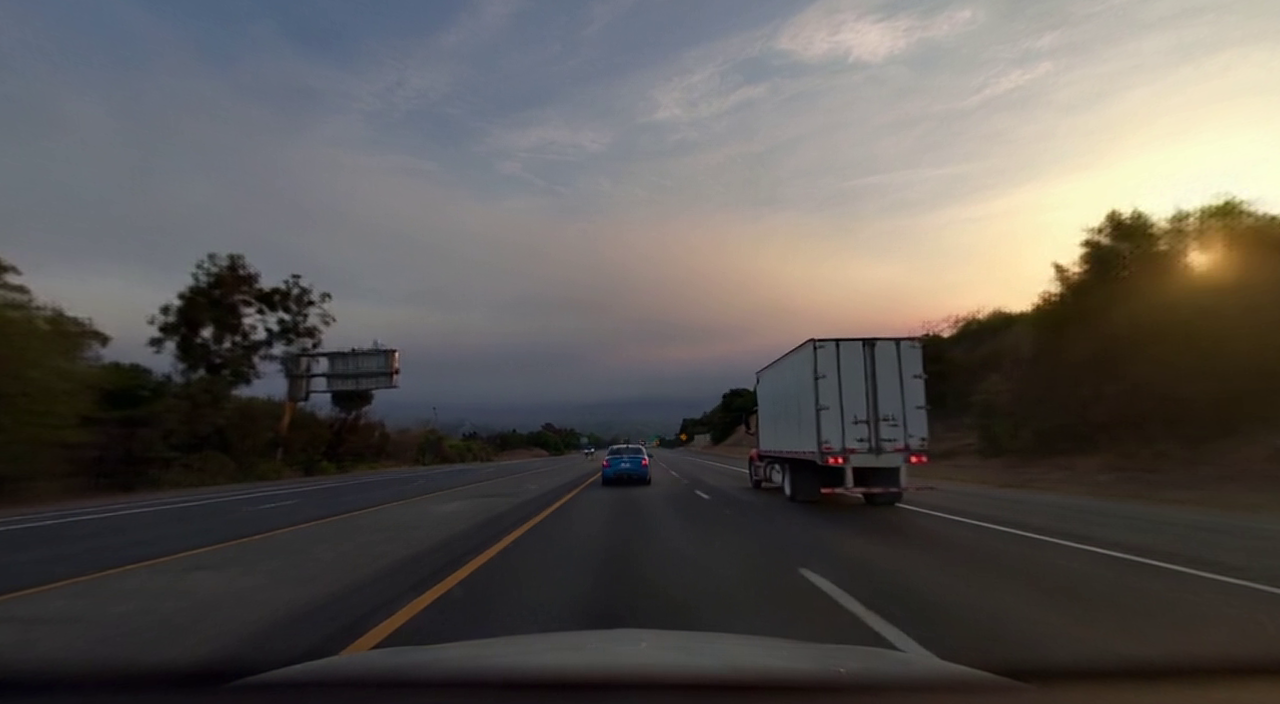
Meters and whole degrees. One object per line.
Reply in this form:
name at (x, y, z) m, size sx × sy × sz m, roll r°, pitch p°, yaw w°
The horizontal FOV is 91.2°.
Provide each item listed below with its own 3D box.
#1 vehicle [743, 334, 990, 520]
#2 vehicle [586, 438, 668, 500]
vehicle at (4.508, 1.816, 14.498) m, size 2.791 × 3.201 × 7.145 m, roll 0°, pitch -9°, yaw -1°
vehicle at (-0.343, 3.220, 17.585) m, size 2.066 × 1.490 × 3.759 m, roll -1°, pitch -9°, yaw 0°
